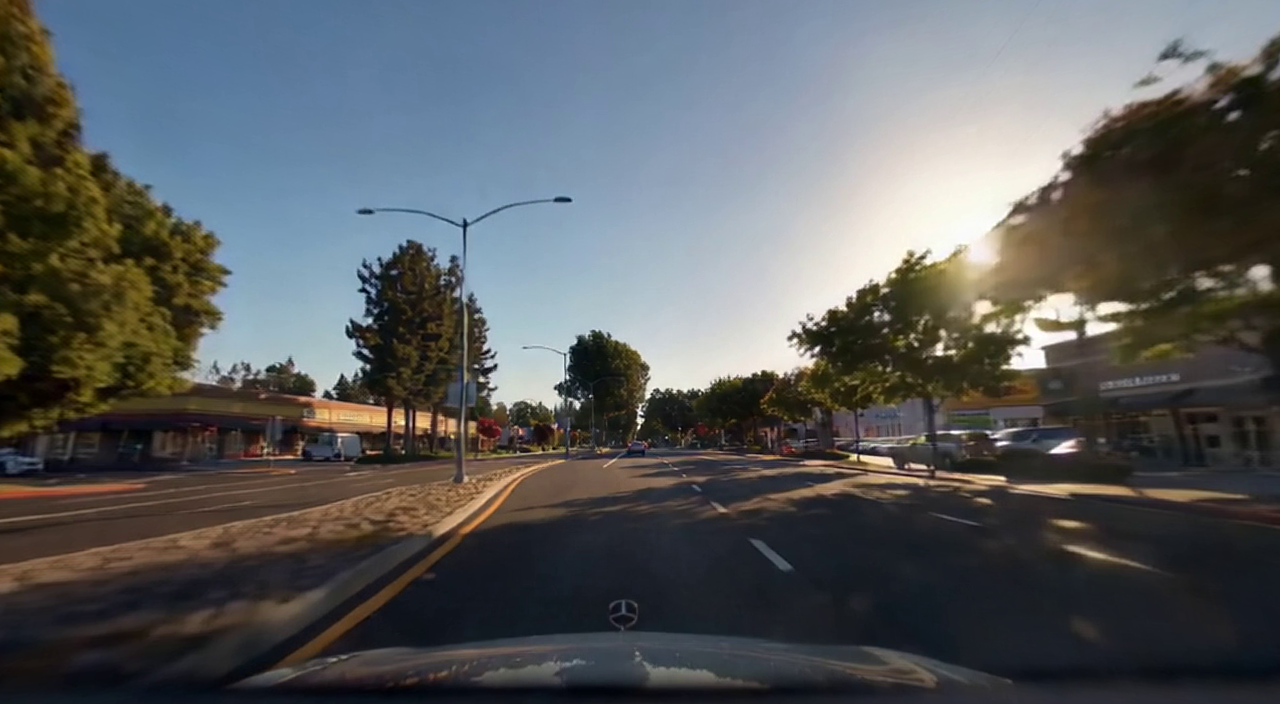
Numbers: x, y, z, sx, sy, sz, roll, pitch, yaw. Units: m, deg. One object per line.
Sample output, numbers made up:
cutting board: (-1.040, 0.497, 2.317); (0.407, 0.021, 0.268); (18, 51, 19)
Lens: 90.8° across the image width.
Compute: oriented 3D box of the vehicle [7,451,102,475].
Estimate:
vehicle: (-38.879, 7.390, 42.026); (4.320, 1.477, 1.937); (0, -8, -2)

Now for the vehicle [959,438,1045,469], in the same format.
vehicle: (17.897, 5.041, 31.418); (1.873, 1.383, 3.754); (-1, -9, -3)

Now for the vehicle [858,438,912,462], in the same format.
vehicle: (16.375, 6.552, 42.481); (1.880, 1.477, 4.556); (-1, -8, 1)

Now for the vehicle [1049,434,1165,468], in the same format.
vehicle: (22.652, 4.863, 30.884); (1.791, 1.458, 4.316); (-1, -9, -12)

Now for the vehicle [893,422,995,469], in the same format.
vehicle: (14.904, 4.656, 31.439); (2.235, 2.016, 5.481); (-3, -9, 0)
